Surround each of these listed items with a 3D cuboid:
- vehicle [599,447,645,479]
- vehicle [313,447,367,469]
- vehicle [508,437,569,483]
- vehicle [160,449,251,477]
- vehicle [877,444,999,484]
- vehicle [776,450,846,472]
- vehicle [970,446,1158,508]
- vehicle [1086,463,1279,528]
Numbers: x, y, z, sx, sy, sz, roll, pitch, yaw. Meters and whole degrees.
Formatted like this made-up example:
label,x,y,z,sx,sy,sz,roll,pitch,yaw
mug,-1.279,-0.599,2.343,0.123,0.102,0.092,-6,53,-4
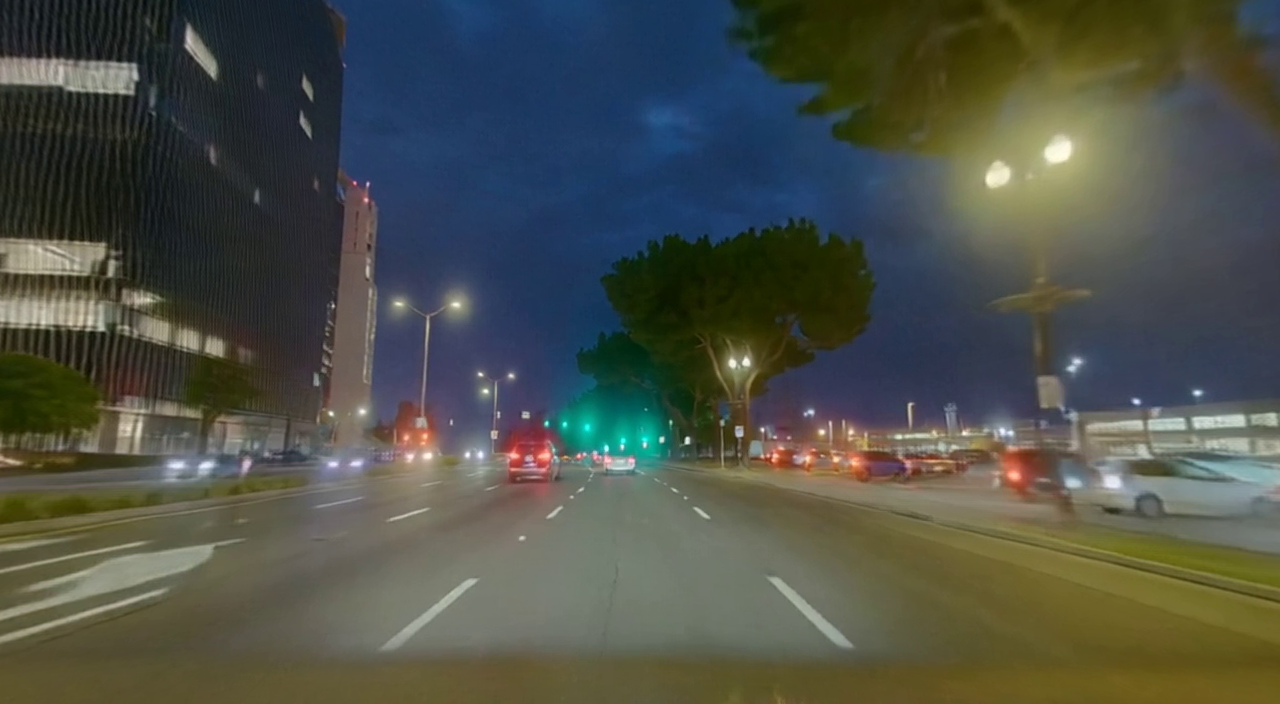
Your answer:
label,x,y,z,sx,sy,sz,roll,pitch,yaw
vehicle,-0.920,5.243,30.154,2.050,1.385,4.096,0,-8,-3
vehicle,-19.676,6.962,41.655,1.605,1.292,4.497,0,-8,-4
vehicle,-4.163,4.500,26.648,2.001,1.784,4.483,0,-8,-2
vehicle,-22.545,5.752,33.014,1.842,1.315,4.463,0,-8,-4
vehicle,13.250,5.021,28.292,4.489,1.652,1.783,-1,-9,2
vehicle,12.104,7.713,44.918,4.470,1.429,1.878,0,-7,0
vehicle,13.231,3.876,19.926,4.569,1.813,1.872,0,-8,-1
vehicle,13.334,3.312,14.764,4.383,1.348,1.715,-1,-10,2
